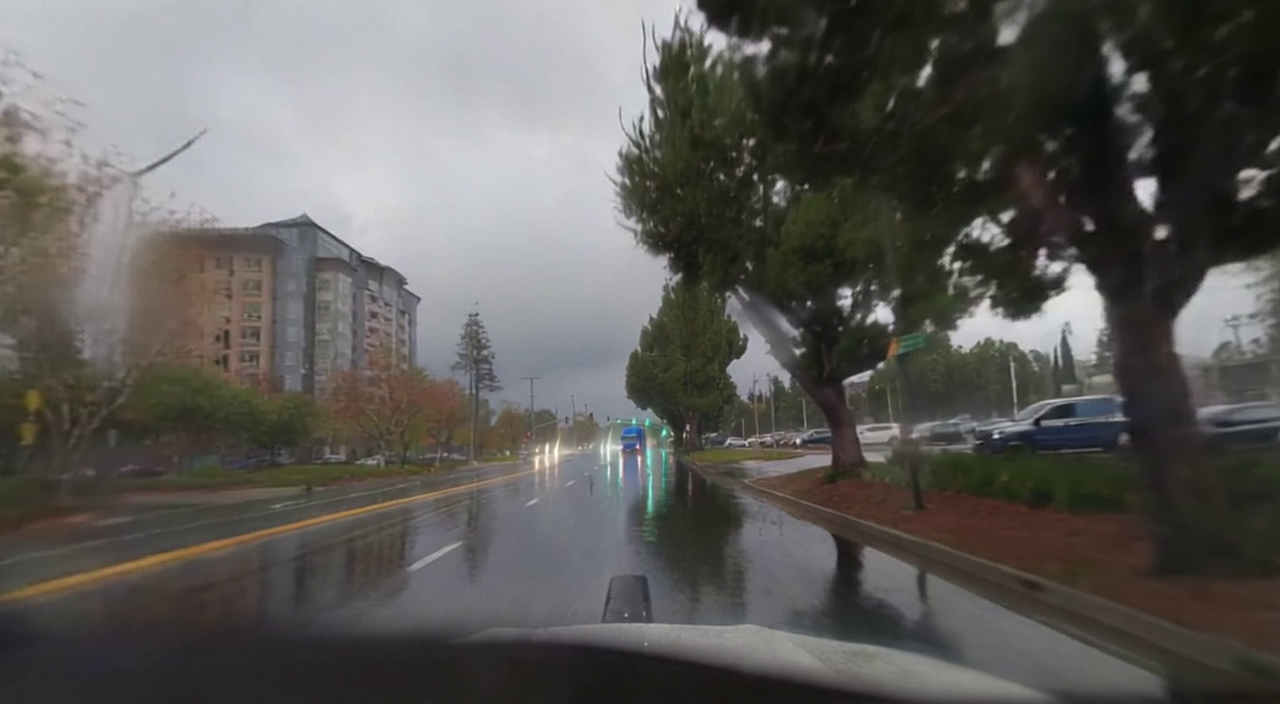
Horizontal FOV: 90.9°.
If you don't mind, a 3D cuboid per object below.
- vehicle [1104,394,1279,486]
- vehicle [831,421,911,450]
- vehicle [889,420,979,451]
[{"bbox_3d":[13.245,1.921,13.902,4.341,1.820,2.027,-1,-8,-2],"label":"vehicle"},{"bbox_3d":[17.004,6.182,46.469,5.051,2.038,2.142,1,-8,-9],"label":"vehicle"},{"bbox_3d":[17.899,5.081,38.456,4.653,1.782,2.042,2,-9,-15],"label":"vehicle"}]
